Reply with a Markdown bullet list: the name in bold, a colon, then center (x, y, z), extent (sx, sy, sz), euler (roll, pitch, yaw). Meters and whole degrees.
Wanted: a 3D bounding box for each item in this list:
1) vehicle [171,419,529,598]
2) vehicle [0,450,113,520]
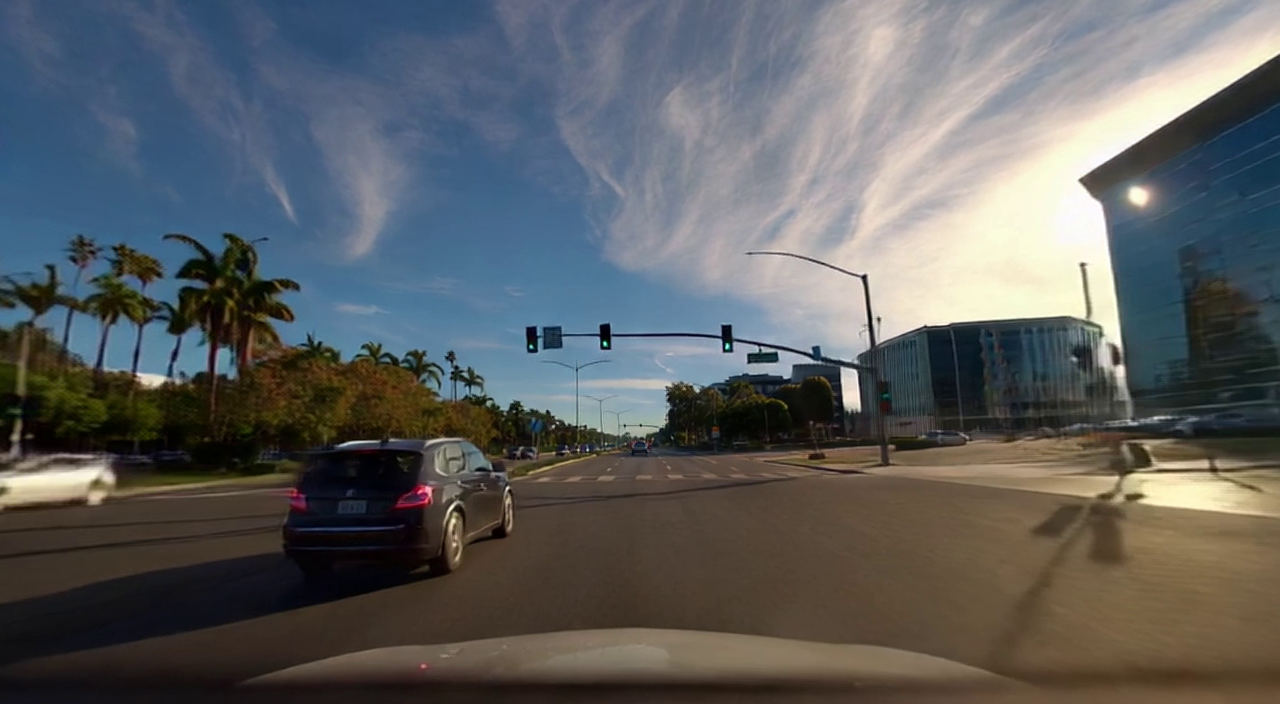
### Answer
- **vehicle**: center (-2.968, 1.718, 7.974), extent (2.162, 1.549, 4.795), euler (0, -8, 1)
- **vehicle**: center (-18.073, 3.707, 17.816), extent (2.180, 1.802, 4.773), euler (0, -8, 0)
